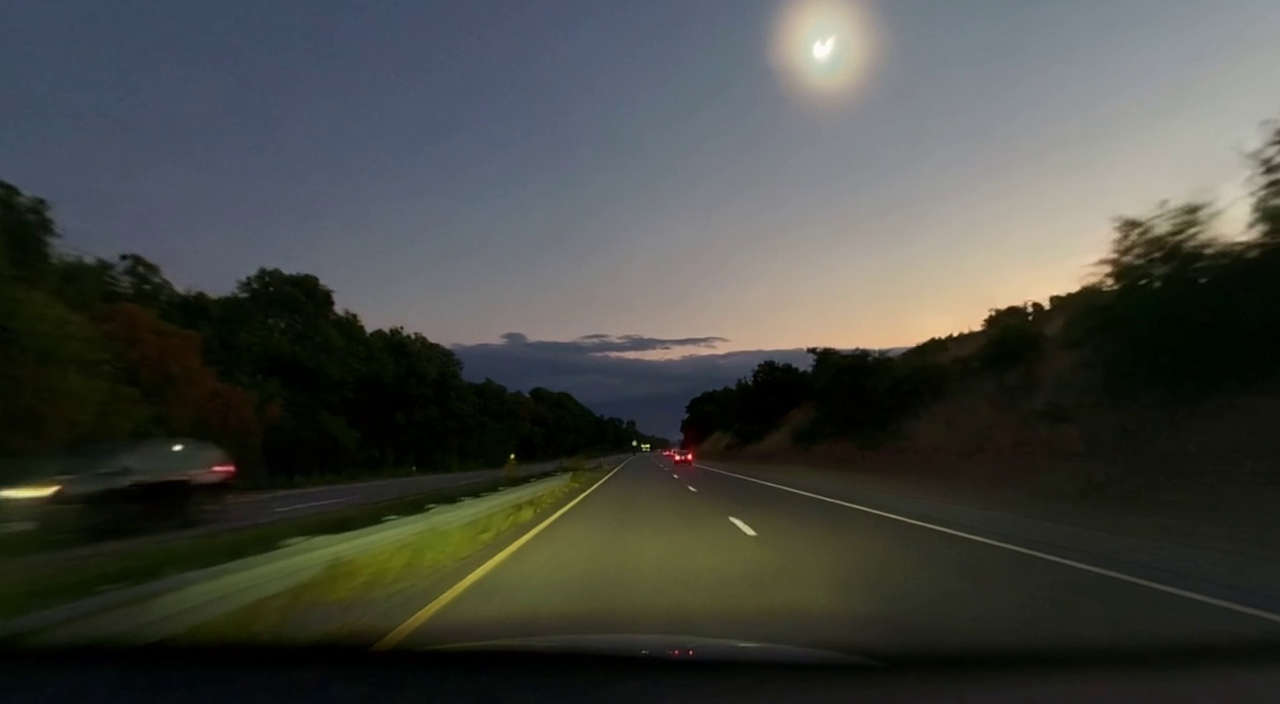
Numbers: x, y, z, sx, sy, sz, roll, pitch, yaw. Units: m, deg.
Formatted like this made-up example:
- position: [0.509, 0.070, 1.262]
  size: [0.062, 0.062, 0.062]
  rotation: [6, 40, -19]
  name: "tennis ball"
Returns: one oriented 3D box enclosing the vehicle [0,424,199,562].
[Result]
- position: [-9.302, 2.014, 9.453]
  size: [2.177, 1.747, 4.436]
  rotation: [0, -9, 0]
  name: "vehicle"
